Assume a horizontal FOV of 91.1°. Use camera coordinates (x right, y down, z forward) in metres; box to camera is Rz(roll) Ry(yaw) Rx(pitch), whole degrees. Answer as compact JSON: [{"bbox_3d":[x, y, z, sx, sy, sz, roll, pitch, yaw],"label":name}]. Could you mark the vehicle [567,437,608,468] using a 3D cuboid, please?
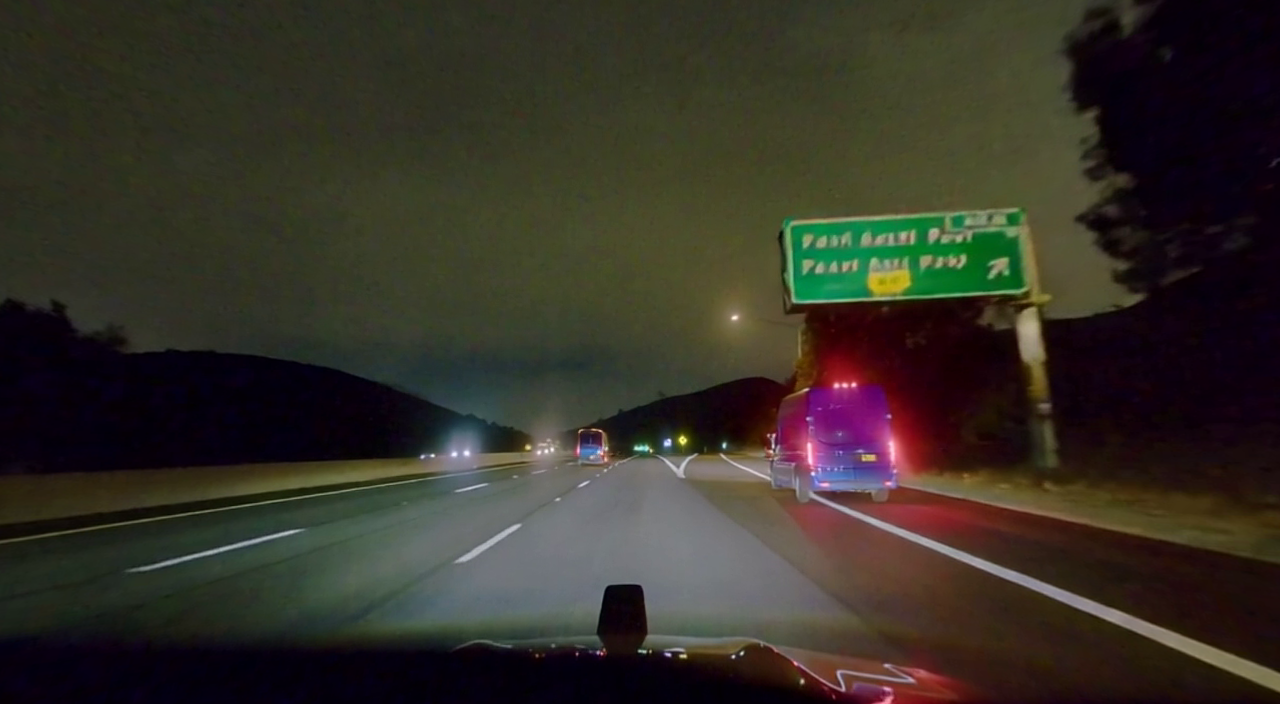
[{"bbox_3d":[-3.233,6.289,39.433,2.169,1.849,4.639,0,-8,0],"label":"vehicle"}]
